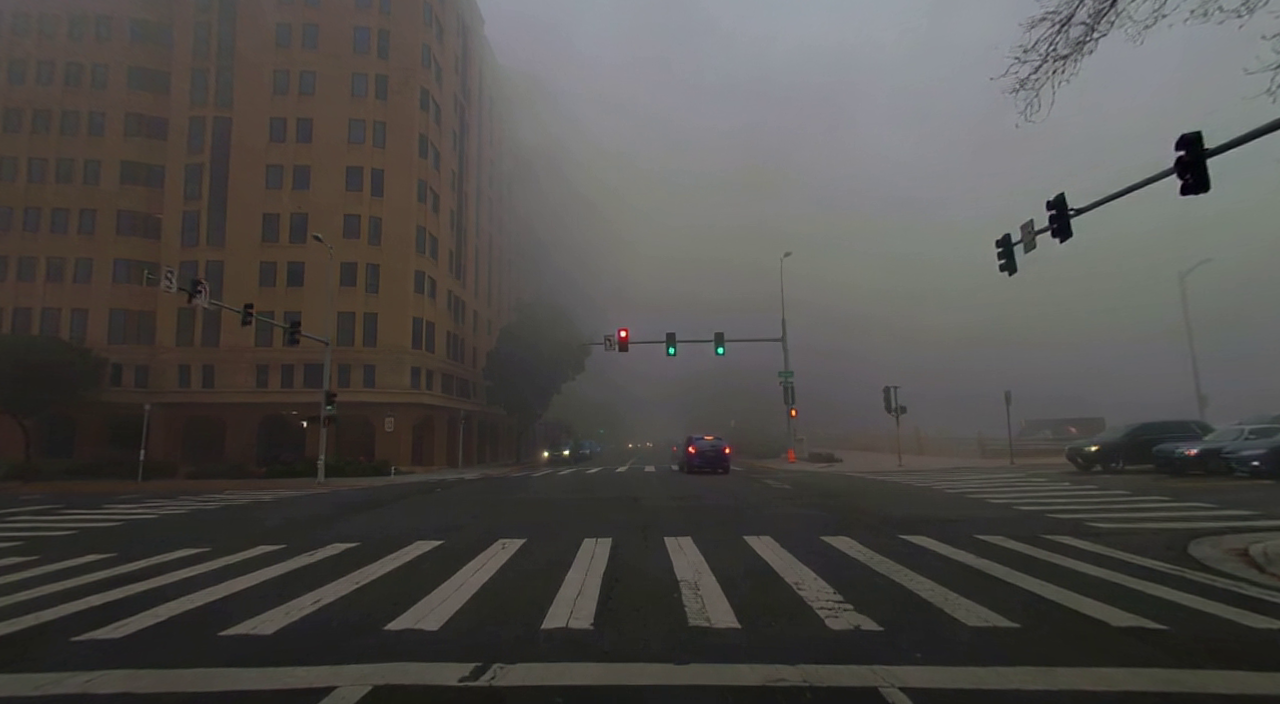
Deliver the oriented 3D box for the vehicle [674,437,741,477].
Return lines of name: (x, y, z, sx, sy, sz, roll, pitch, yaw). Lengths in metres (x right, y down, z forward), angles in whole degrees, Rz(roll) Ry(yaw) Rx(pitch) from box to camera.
vehicle: (2.664, 4.275, 25.908, 2.039, 1.470, 4.355, 0, -8, -3)

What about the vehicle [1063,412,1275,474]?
vehicle: (16.916, 2.946, 20.406, 4.802, 1.860, 2.146, 0, -8, 1)
